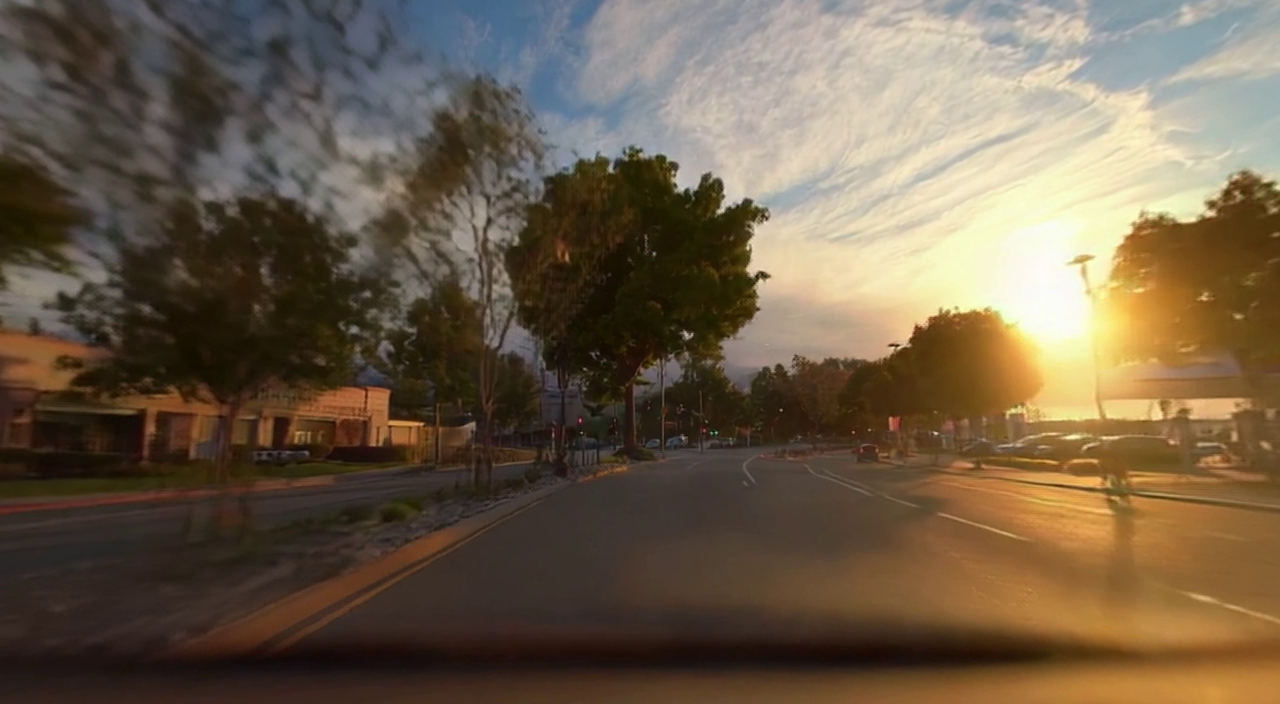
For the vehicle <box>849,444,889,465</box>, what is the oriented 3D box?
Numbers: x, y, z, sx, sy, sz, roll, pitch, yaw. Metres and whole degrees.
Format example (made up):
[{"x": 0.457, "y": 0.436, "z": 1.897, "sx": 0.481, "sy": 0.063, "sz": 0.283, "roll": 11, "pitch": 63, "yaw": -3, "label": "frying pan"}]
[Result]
[{"x": 17.441, "y": 7.799, "z": 48.273, "sx": 2.099, "sy": 1.464, "sz": 4.615, "roll": -2, "pitch": -9, "yaw": 10, "label": "vehicle"}]

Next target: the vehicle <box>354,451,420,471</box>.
[{"x": -19.942, "y": 8.562, "z": 49.781, "sx": 4.520, "sy": 1.439, "sz": 1.919, "roll": -2, "pitch": -9, "yaw": 14, "label": "vehicle"}]

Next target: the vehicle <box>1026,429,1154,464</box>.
[{"x": 24.175, "y": 5.140, "z": 34.286, "sx": 2.239, "sy": 1.742, "sz": 5.364, "roll": 2, "pitch": -9, "yaw": -14, "label": "vehicle"}]

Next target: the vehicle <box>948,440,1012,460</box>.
[{"x": 26.244, "y": 7.567, "z": 48.913, "sx": 1.843, "sy": 1.455, "sz": 4.558, "roll": 2, "pitch": -9, "yaw": -11, "label": "vehicle"}]
